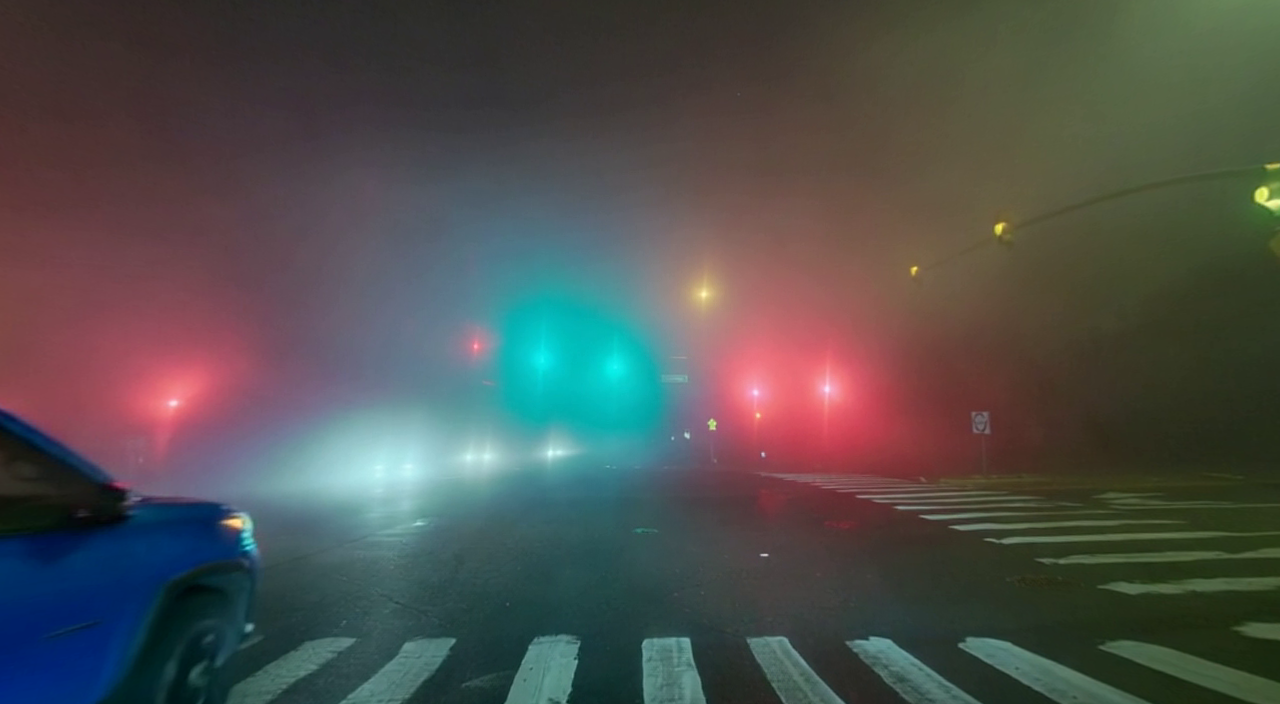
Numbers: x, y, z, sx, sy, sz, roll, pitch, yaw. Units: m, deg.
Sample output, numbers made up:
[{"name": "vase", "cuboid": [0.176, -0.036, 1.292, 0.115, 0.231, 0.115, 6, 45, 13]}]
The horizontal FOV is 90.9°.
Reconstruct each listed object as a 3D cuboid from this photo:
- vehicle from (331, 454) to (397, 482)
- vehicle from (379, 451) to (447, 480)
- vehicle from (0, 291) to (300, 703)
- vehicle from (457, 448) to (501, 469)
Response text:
[{"name": "vehicle", "cuboid": [-16.138, 6.789, 37.102, 1.830, 1.440, 4.351, 0, -8, 1]}, {"name": "vehicle", "cuboid": [-12.554, 6.269, 35.162, 2.028, 1.455, 4.421, 0, -8, 2]}, {"name": "vehicle", "cuboid": [-3.110, 0.633, 1.436, 2.123, 1.799, 4.425, 0, -8, 1]}, {"name": "vehicle", "cuboid": [-11.843, 7.848, 46.508, 1.980, 1.452, 4.318, 0, -8, 2]}]
